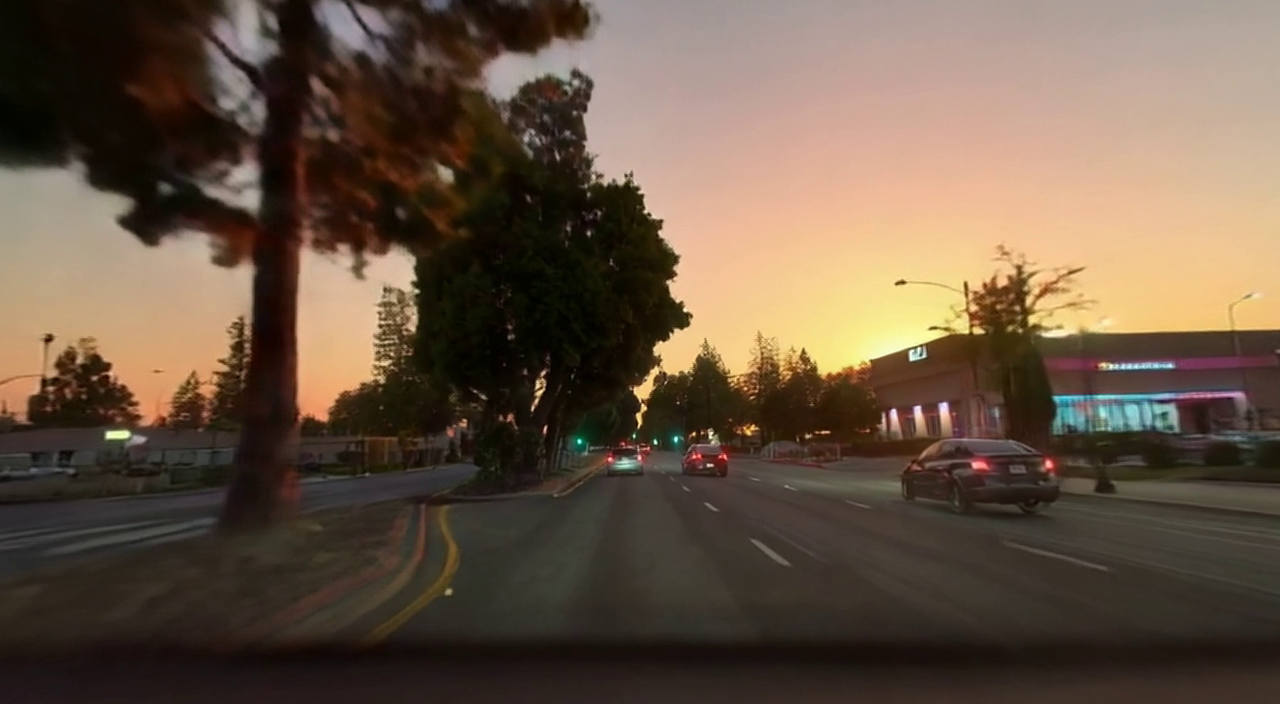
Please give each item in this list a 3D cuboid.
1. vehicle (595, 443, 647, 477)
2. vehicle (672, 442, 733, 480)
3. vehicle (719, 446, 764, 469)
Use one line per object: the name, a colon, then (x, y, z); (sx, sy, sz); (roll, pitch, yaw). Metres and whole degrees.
vehicle: (-0.859, 5.003, 29.521); (2.242, 1.474, 4.127); (0, -9, -1)
vehicle: (2.612, 4.718, 27.669); (2.057, 1.491, 4.675); (0, -9, -2)
vehicle: (6.337, 6.640, 39.997); (2.068, 1.393, 3.874); (0, -9, -2)
